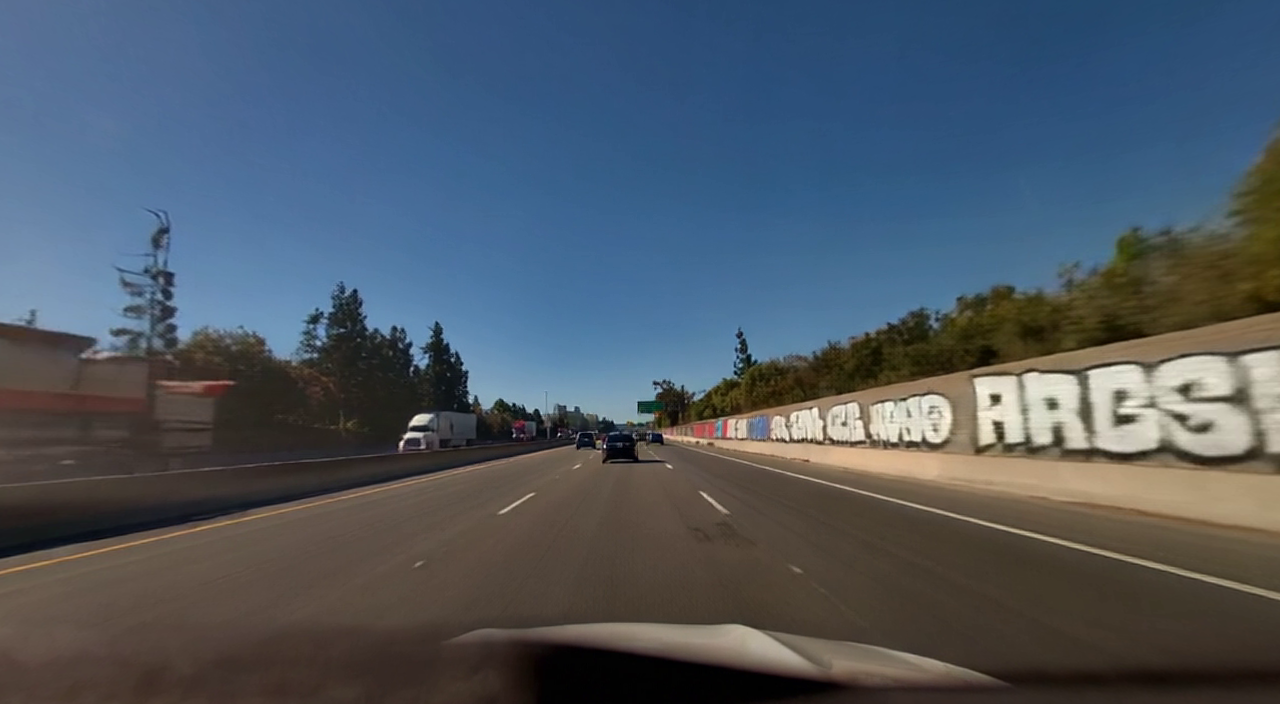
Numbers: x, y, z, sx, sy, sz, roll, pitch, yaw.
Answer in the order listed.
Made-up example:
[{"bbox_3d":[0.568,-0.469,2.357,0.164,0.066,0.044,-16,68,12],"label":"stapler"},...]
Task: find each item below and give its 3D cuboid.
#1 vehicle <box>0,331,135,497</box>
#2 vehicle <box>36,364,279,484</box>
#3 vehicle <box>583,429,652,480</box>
[{"bbox_3d":[-16.904,1.269,13.523,2.968,3.967,11.156,0,-8,-1],"label":"vehicle"},{"bbox_3d":[-17.149,2.728,23.400,2.826,3.693,7.744,0,-8,-1],"label":"vehicle"},{"bbox_3d":[-0.688,3.273,20.498,2.044,1.477,3.693,0,-8,-1],"label":"vehicle"}]
